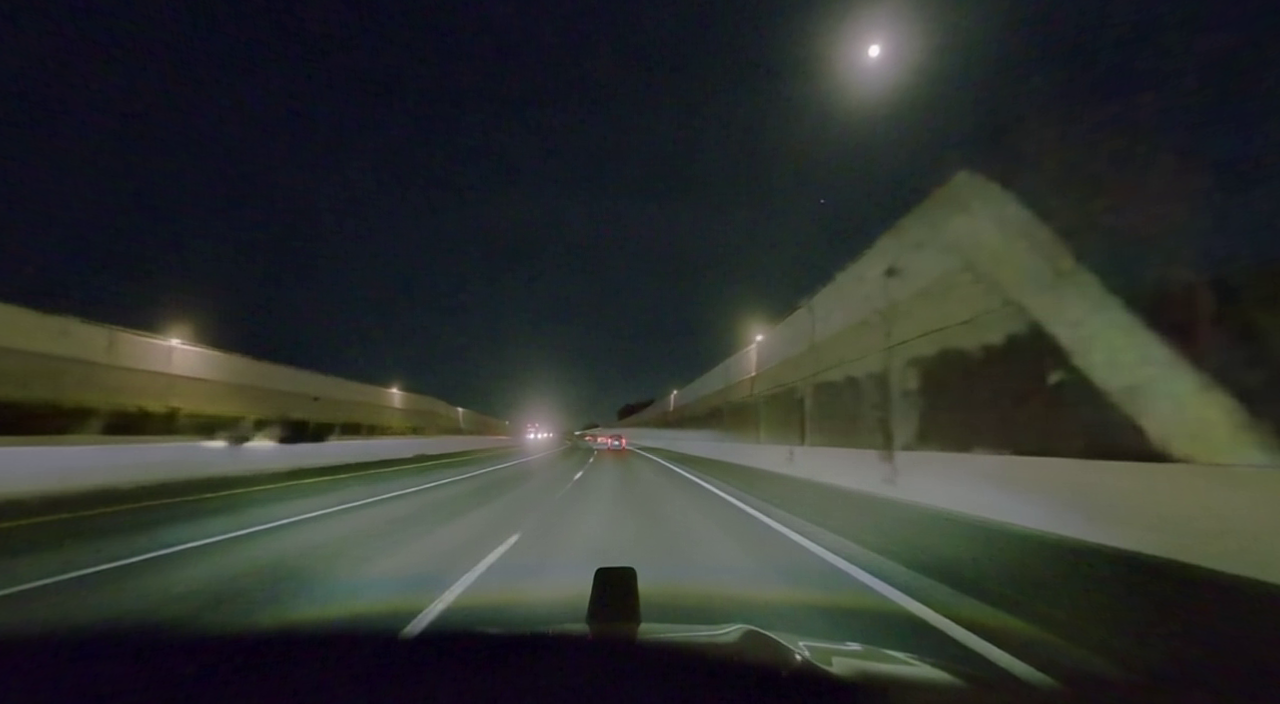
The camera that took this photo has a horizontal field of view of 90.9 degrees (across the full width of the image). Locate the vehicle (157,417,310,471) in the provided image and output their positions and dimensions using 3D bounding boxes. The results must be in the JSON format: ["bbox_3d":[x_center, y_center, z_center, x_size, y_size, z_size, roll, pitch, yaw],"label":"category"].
[{"bbox_3d":[-13.018,2.985,20.633,2.011,1.552,4.638,0,-8,-1],"label":"vehicle"}]
